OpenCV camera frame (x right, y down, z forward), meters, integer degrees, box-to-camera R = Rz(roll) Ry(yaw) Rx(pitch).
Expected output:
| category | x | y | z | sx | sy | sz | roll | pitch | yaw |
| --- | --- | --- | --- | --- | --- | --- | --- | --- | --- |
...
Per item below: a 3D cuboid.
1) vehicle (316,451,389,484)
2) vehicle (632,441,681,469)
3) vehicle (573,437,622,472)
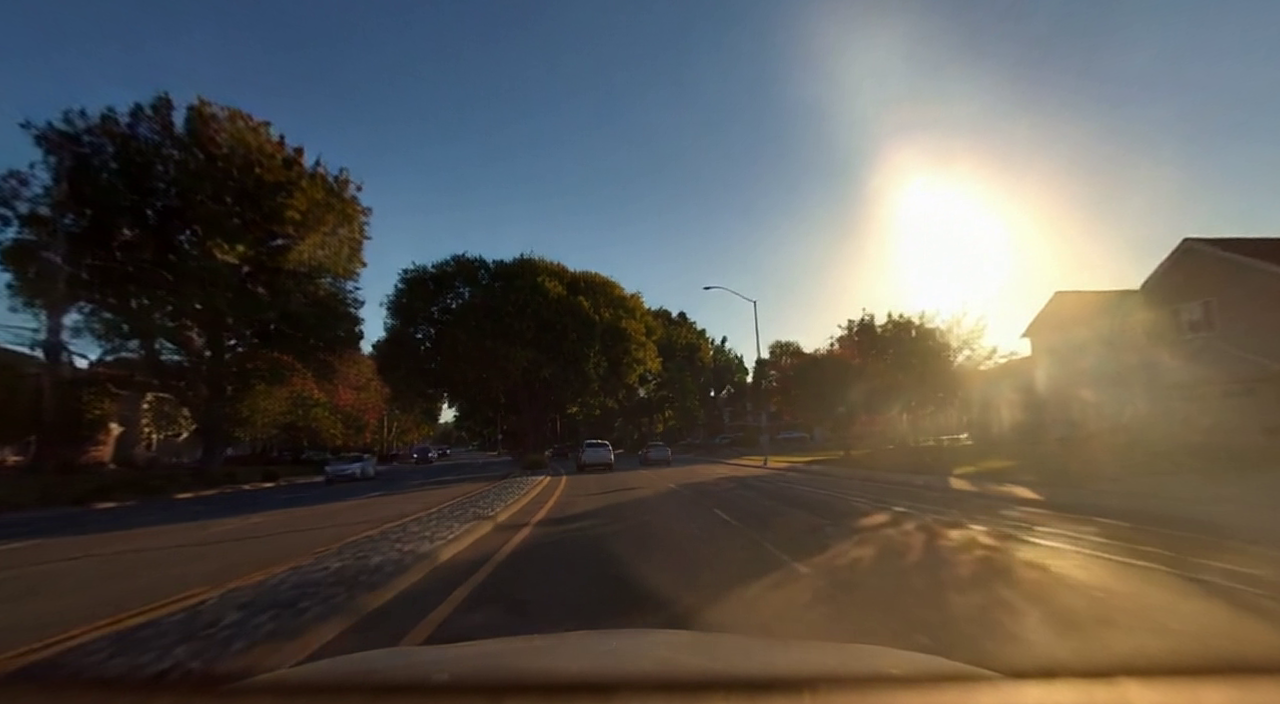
| category | x | y | z | sx | sy | sz | roll | pitch | yaw |
| --- | --- | --- | --- | --- | --- | --- | --- | --- | --- |
| vehicle | -14.421 | 5.782 | 31.791 | 1.924 | 1.481 | 4.727 | 1 | -8 | -7 |
| vehicle | 0.864 | 5.972 | 36.525 | 1.915 | 1.495 | 4.880 | 1 | -9 | -10 |
| vehicle | -2.369 | 5.510 | 33.955 | 2.165 | 1.783 | 4.391 | 2 | -9 | -10 |
